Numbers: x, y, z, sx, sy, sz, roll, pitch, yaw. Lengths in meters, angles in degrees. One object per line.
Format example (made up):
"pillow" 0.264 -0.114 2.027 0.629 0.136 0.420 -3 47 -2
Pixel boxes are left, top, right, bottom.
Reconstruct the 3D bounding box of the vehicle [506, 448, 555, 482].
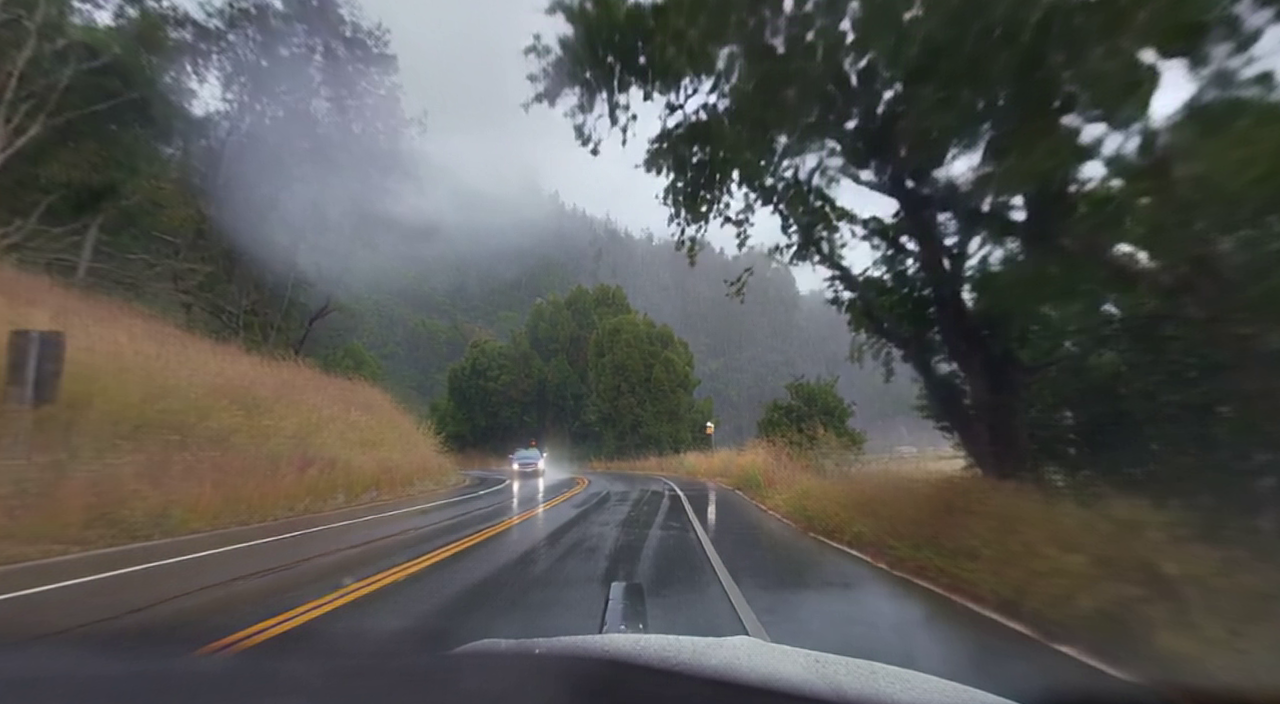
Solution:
"vehicle" -7.146 7.193 40.570 2.546 1.975 5.702 2 -9 -15
